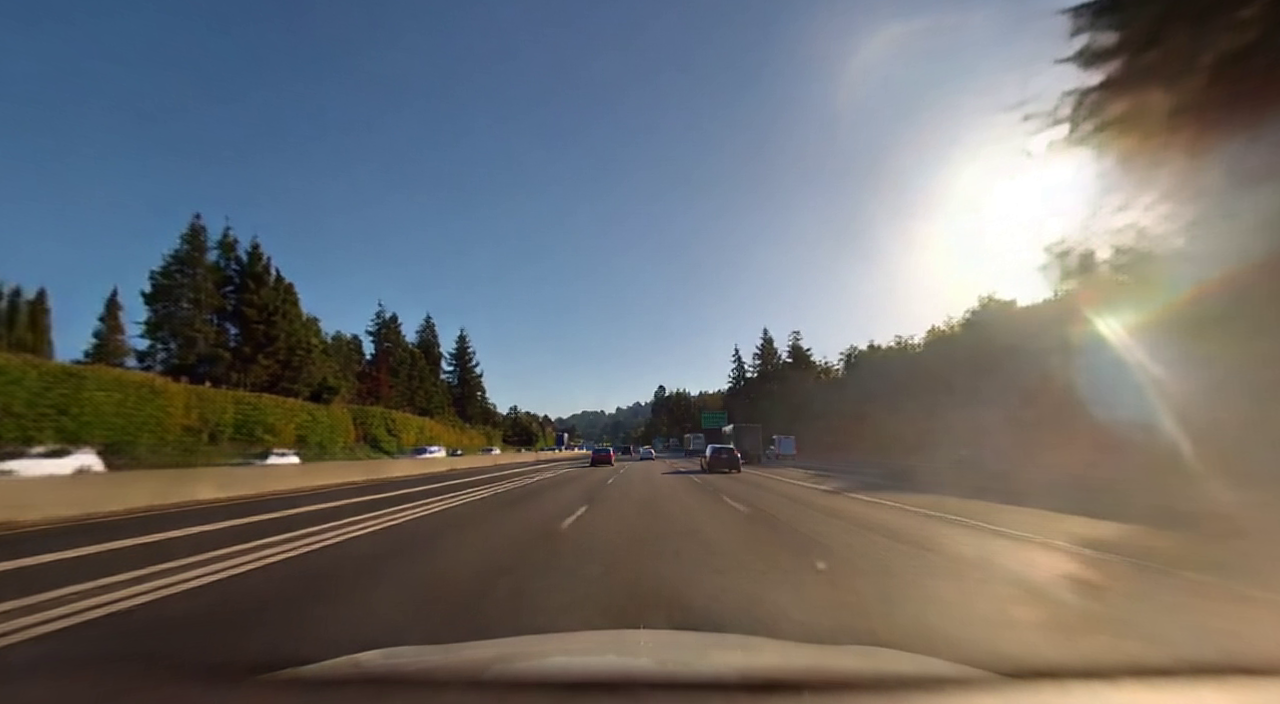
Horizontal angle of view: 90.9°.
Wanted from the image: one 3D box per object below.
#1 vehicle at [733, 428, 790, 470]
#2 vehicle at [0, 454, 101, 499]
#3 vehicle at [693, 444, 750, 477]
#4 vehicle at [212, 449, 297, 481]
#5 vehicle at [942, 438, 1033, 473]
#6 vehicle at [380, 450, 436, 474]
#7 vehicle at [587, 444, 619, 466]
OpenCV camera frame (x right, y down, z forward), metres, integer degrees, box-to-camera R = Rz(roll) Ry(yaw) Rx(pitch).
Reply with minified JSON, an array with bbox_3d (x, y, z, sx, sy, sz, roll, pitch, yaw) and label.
[{"bbox_3d":[8.166,6.586,42.947,2.729,2.628,4.875,0,-9,-2],"label":"vehicle"},{"bbox_3d":[-26.697,5.266,26.893,2.240,1.729,5.833,0,-8,0],"label":"vehicle"},{"bbox_3d":[3.921,5.303,31.137,2.080,1.493,4.674,0,-9,-1],"label":"vehicle"},{"bbox_3d":[-23.227,6.804,38.252,2.091,1.782,4.774,0,-8,0],"label":"vehicle"},{"bbox_3d":[21.983,6.565,40.270,2.221,1.995,5.803,0,-9,-3],"label":"vehicle"},{"bbox_3d":[-15.405,7.300,42.194,1.996,1.495,4.468,0,-9,1],"label":"vehicle"},{"bbox_3d":[-2.689,7.652,47.027,2.060,1.587,4.093,0,-9,1],"label":"vehicle"}]
